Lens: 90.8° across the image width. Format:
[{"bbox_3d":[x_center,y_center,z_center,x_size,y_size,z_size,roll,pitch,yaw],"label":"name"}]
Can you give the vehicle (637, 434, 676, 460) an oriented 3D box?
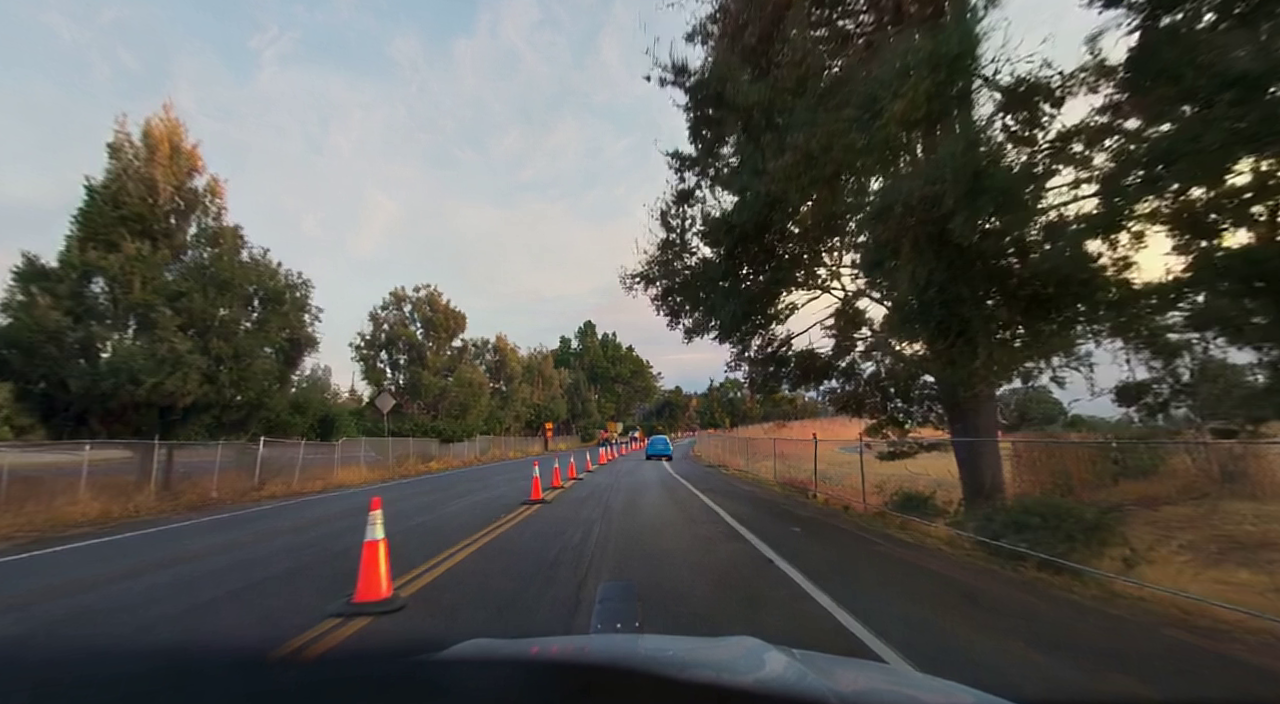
[{"bbox_3d":[1.072,5.874,38.920,2.172,1.486,3.581,-1,-9,4],"label":"vehicle"}]
